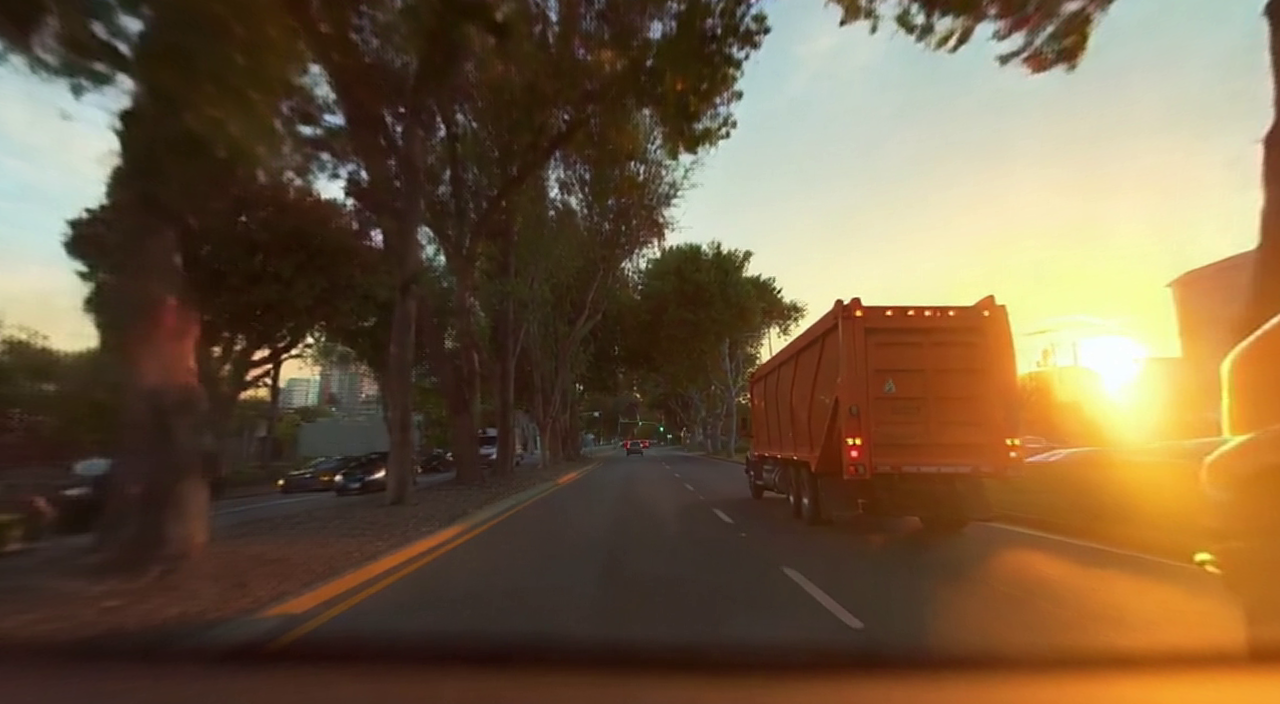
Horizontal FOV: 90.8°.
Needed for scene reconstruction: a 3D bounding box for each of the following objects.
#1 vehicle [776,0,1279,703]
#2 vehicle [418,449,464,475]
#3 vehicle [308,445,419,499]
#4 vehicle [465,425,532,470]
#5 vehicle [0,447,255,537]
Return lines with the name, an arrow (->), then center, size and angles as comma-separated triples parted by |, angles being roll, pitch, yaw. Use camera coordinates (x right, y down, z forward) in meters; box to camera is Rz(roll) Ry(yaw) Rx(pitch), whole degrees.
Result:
vehicle -> 3.823, 0.371, 5.655 | 2.731, 3.407, 10.262 | 0, -8, -1
vehicle -> -14.301, 7.871, 45.637 | 1.901, 1.737, 4.557 | 0, -8, -1
vehicle -> -10.114, 4.379, 23.569 | 2.089, 1.754, 4.573 | 0, -8, -1
vehicle -> -10.516, 7.260, 48.044 | 3.257, 3.085, 9.164 | 0, -8, -2
vehicle -> -13.710, 3.637, 17.458 | 2.294, 1.960, 6.258 | 0, -8, -1
